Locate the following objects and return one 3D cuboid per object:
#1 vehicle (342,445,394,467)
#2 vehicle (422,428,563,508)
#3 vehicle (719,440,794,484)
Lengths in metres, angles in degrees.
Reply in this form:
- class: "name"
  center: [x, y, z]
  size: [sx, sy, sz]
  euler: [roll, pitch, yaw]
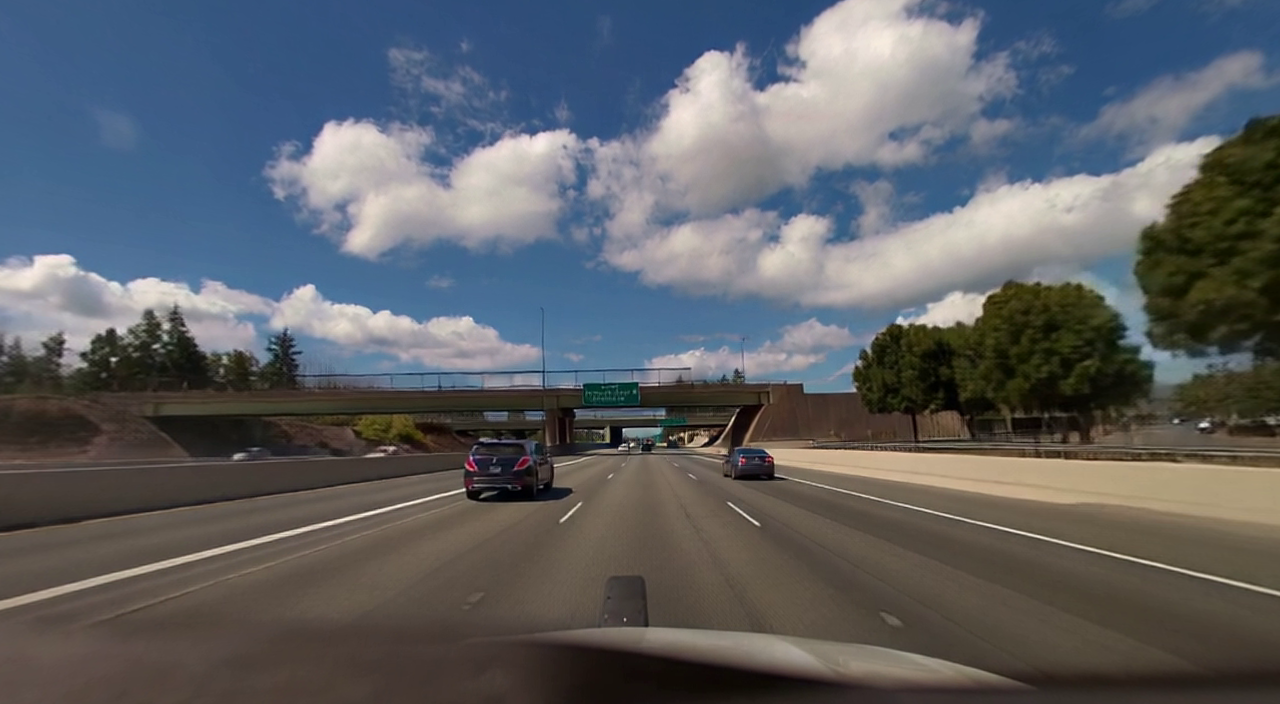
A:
- class: "vehicle"
  center: [-21.043, 8.060, 48.983]
  size: [1.989, 1.568, 4.593]
  euler: [0, -8, 1]
- class: "vehicle"
  center: [-3.505, 2.876, 16.147]
  size: [2.259, 1.706, 4.924]
  euler: [0, -8, 2]
- class: "vehicle"
  center: [4.212, 4.035, 23.475]
  size: [1.908, 1.483, 4.259]
  euler: [0, -8, -1]
